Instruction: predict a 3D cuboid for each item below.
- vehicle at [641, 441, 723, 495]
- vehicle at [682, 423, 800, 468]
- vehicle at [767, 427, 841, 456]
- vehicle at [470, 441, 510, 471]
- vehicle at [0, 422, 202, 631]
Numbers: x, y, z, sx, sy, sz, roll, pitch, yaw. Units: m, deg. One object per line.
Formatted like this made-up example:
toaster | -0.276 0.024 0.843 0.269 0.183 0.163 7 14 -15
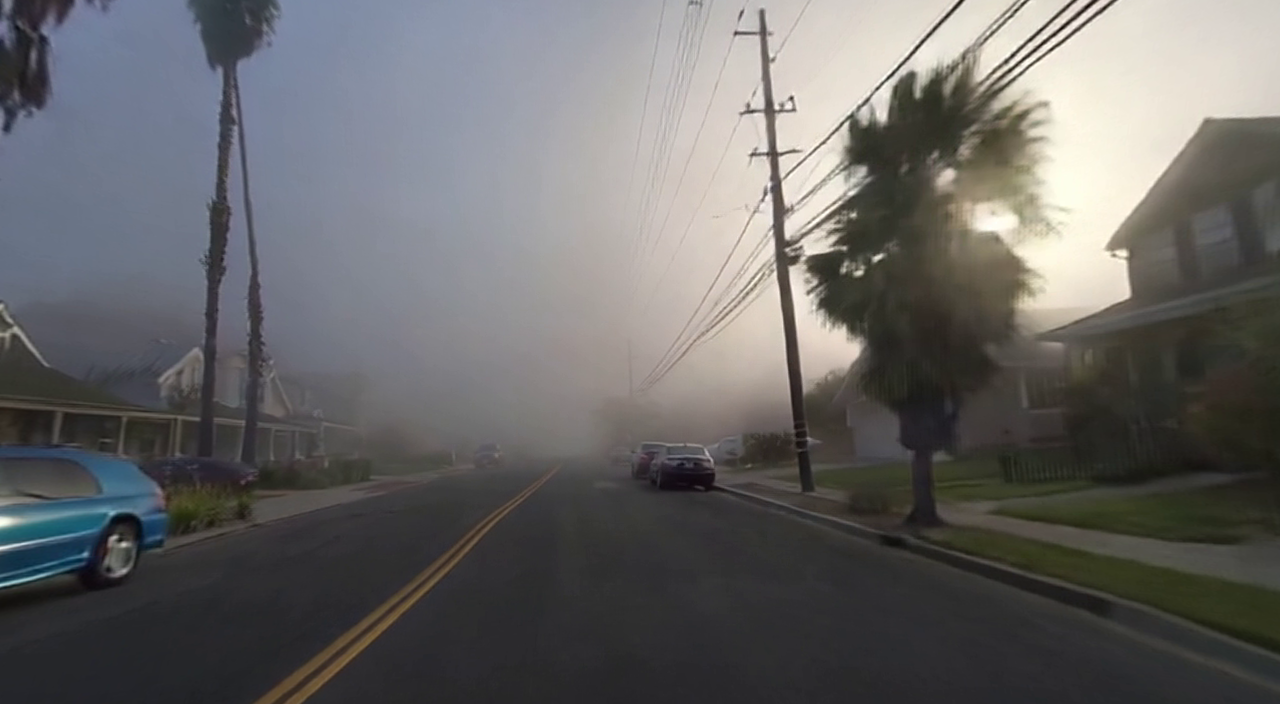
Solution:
vehicle | 1.181 3.535 19.642 1.870 1.490 3.802 1 -8 -7
vehicle | 5.349 5.069 34.353 5.900 2.328 2.603 0 -8 -1
vehicle | 10.904 5.980 42.179 4.219 1.693 2.324 4 -8 -5
vehicle | -10.960 7.702 46.413 2.156 1.932 4.518 -2 -11 -4
vehicle | -6.792 1.611 5.751 2.410 1.790 4.699 -2 -10 -3
